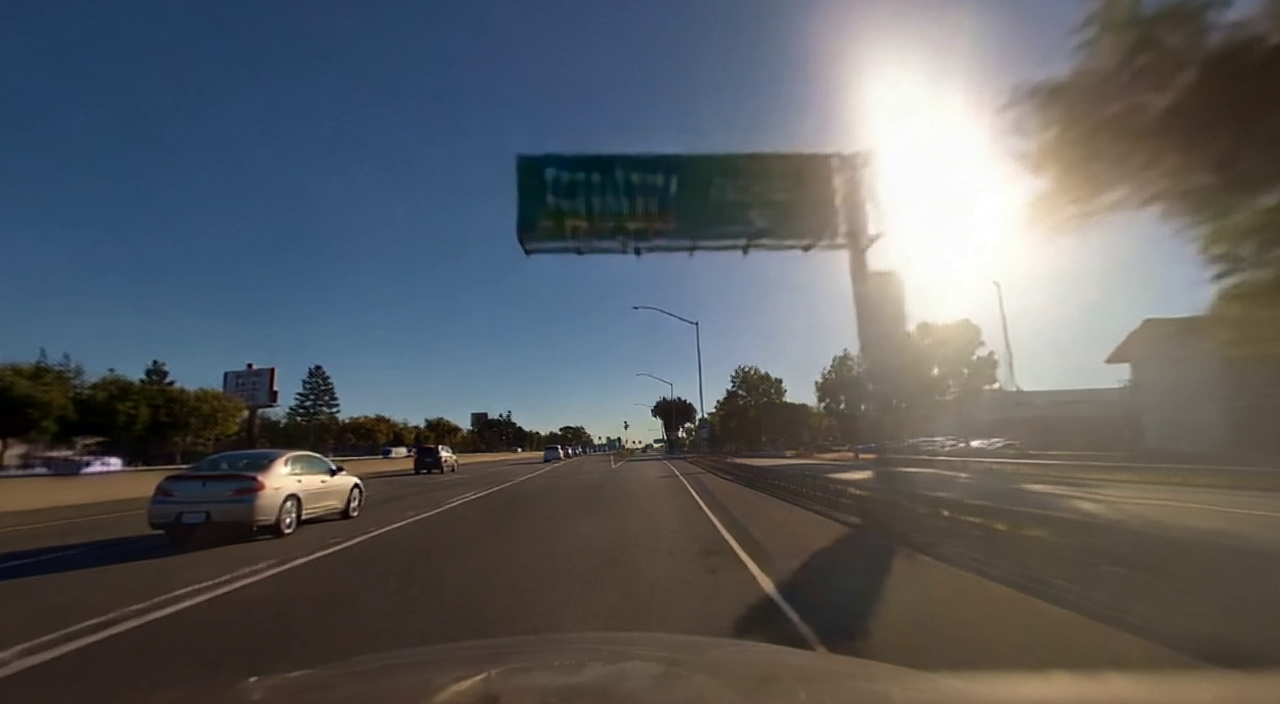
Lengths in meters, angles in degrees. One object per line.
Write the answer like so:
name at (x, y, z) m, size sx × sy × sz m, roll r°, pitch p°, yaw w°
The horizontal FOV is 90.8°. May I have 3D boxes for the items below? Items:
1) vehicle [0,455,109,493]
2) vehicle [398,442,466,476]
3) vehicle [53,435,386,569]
vehicle at (-28.167, 5.748, 30.036) m, size 1.912 × 1.503 × 4.788 m, roll 0°, pitch -8°, yaw -3°
vehicle at (-11.288, 5.834, 34.730) m, size 2.126 × 1.671 × 5.173 m, roll 0°, pitch -9°, yaw -2°
vehicle at (-5.727, 2.063, 9.594) m, size 1.940 × 1.479 × 4.777 m, roll 0°, pitch -9°, yaw -3°
